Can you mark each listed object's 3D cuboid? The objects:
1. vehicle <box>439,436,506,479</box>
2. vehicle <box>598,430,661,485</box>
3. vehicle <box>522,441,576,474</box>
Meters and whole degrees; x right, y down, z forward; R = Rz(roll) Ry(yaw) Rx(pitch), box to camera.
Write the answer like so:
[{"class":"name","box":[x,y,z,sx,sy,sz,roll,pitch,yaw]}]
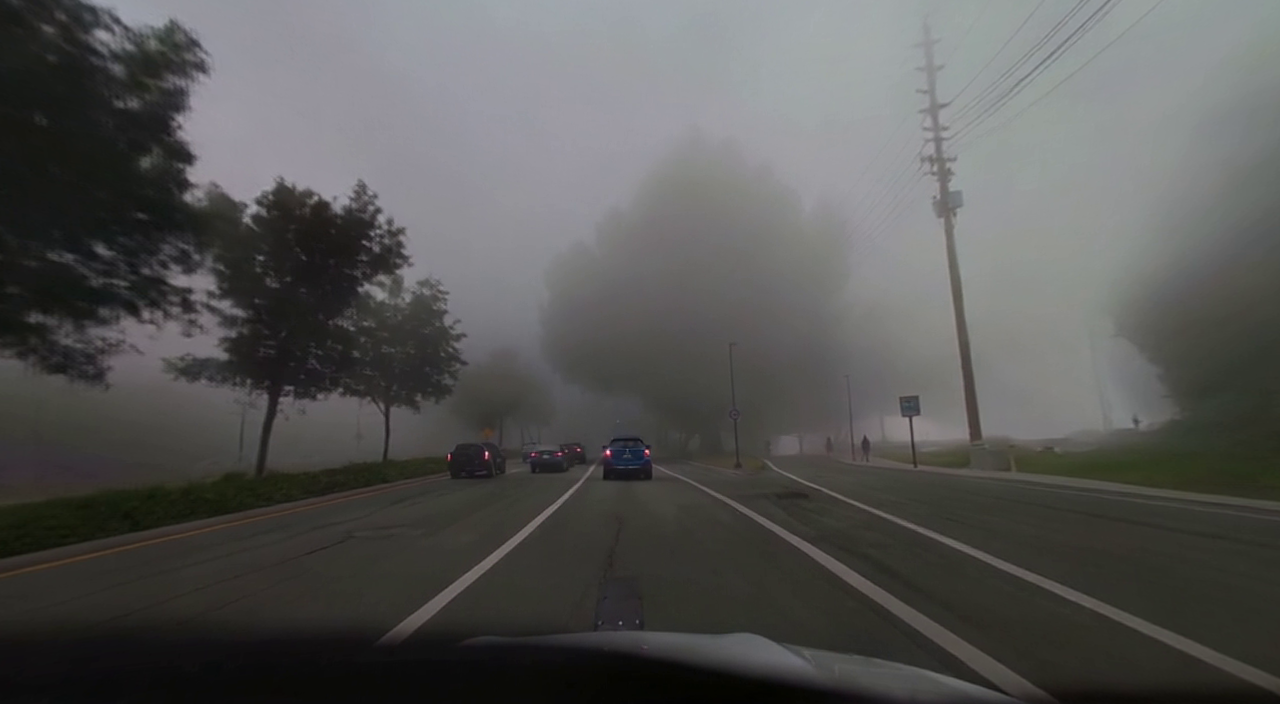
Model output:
[{"class":"vehicle","box":[-6.986,4.429,26.750,1.860,1.634,4.089,0,-9,-3]},{"class":"vehicle","box":[-0.405,3.690,22.341,2.012,1.769,3.897,0,-9,-2]},{"class":"vehicle","box":[-4.360,5.116,30.882,2.087,1.485,4.452,0,-8,-2]}]
